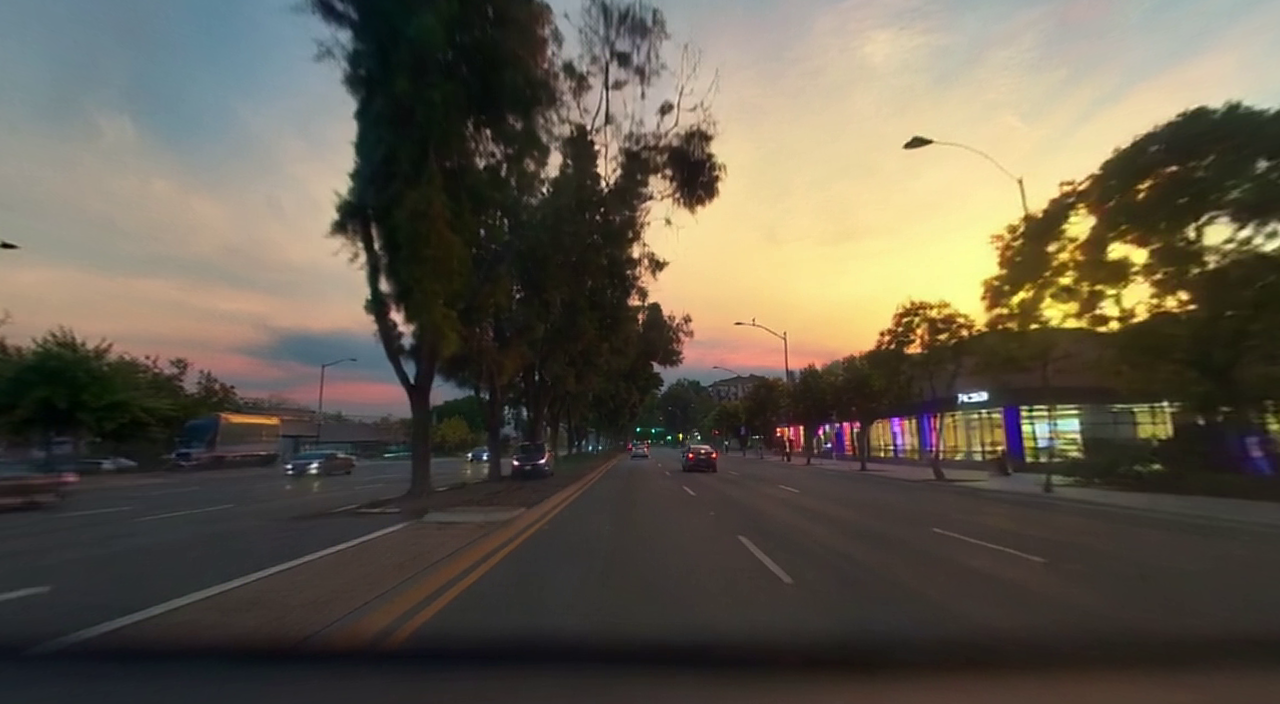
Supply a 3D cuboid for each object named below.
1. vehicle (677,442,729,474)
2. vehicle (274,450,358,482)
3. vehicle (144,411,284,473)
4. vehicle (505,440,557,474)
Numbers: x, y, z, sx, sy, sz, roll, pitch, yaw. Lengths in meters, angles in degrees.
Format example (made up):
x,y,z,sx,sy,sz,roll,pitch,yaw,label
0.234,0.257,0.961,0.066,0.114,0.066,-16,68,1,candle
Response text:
x,y,z,sx,sy,sz,roll,pitch,yaw,label
3.116,5.328,32.076,1.983,1.482,4.463,0,-9,-2,vehicle
-16.310,5.750,32.070,1.989,1.466,4.349,0,-9,0,vehicle
-27.822,6.009,42.030,2.804,3.714,8.815,0,-9,2,vehicle
-5.623,5.494,33.212,2.100,1.639,4.268,0,-9,-2,vehicle
